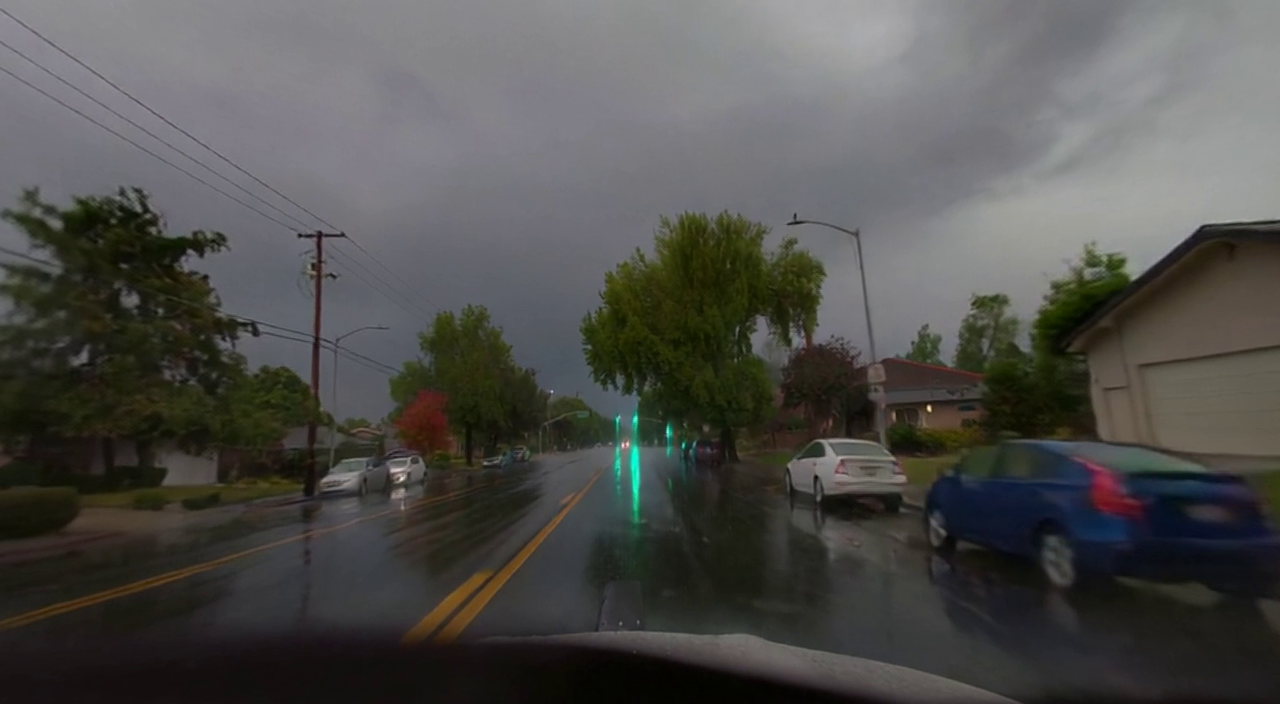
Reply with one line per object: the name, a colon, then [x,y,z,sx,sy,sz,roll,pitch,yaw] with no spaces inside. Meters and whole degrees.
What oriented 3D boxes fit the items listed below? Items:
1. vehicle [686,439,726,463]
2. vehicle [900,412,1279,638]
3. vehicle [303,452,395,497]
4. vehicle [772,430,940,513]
vehicle: [4.230,6.465,41.371,2.010,1.461,4.247,0,-8,-2]
vehicle: [4.547,1.478,6.440,1.924,1.516,4.163,0,-8,-1]
vehicle: [-11.665,4.891,25.643,1.845,1.626,4.105,0,-8,-2]
vehicle: [4.464,2.537,13.964,1.887,1.480,4.731,0,-8,-2]
